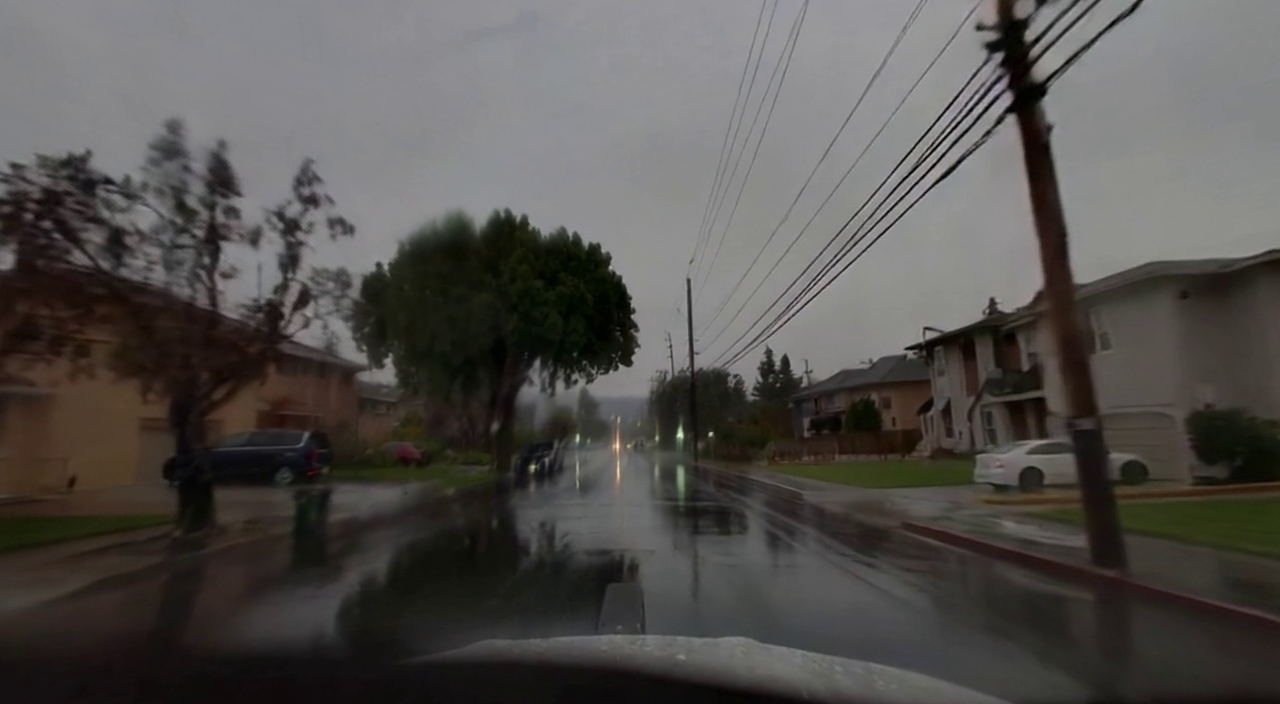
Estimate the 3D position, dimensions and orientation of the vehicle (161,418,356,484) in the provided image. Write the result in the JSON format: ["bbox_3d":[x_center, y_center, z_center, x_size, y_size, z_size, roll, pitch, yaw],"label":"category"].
[{"bbox_3d":[-12.490,3.277,20.993,4.962,1.866,2.075,3,-9,-3],"label":"vehicle"}]

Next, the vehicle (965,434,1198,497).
[{"bbox_3d":[11.803,3.052,17.188,4.700,1.441,2.167,-1,-8,-2],"label":"vehicle"}]

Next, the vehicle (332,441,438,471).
[{"bbox_3d":[-12.554,5.147,31.389,4.526,1.449,1.869,1,-9,-9],"label":"vehicle"}]

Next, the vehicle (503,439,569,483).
[{"bbox_3d":[-4.636,4.890,28.814,2.207,1.669,4.363,-3,-7,0],"label":"vehicle"}]
